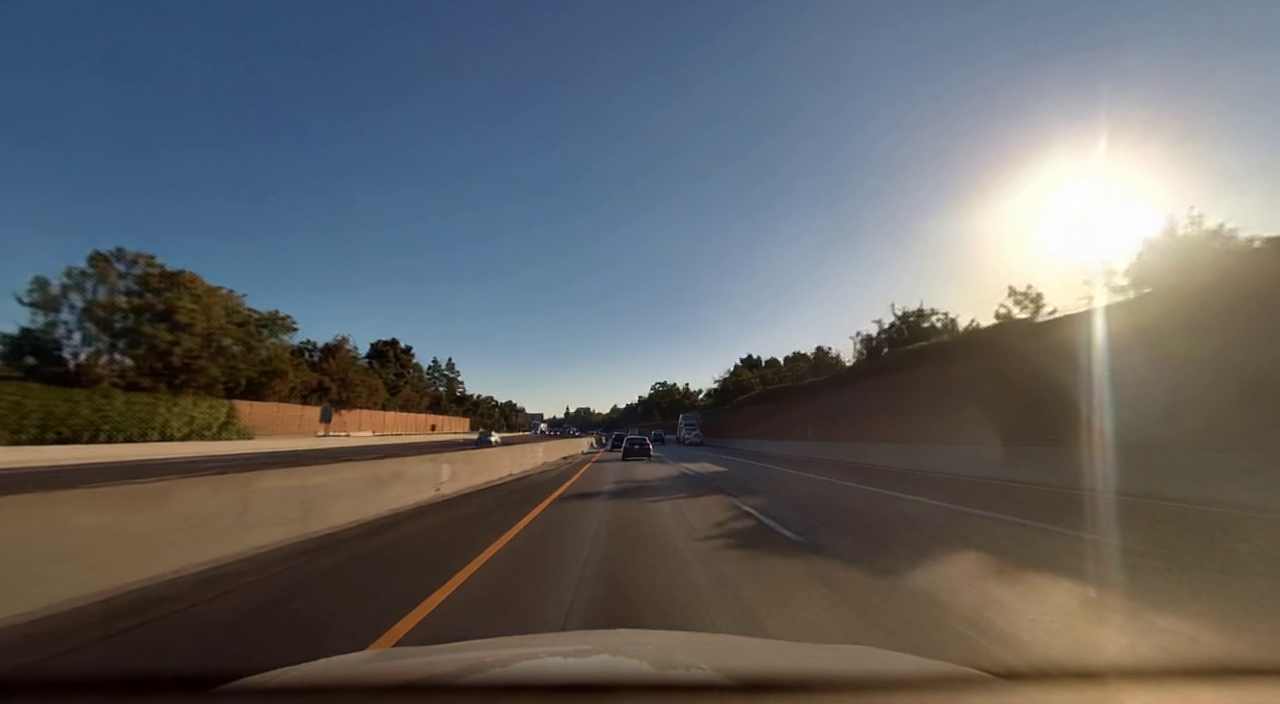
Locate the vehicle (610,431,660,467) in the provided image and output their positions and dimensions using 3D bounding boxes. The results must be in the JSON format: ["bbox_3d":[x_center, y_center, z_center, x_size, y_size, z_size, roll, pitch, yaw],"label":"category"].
[{"bbox_3d":[-0.289,4.388,28.733,2.119,1.480,4.000,0,-8,-2],"label":"vehicle"}]
